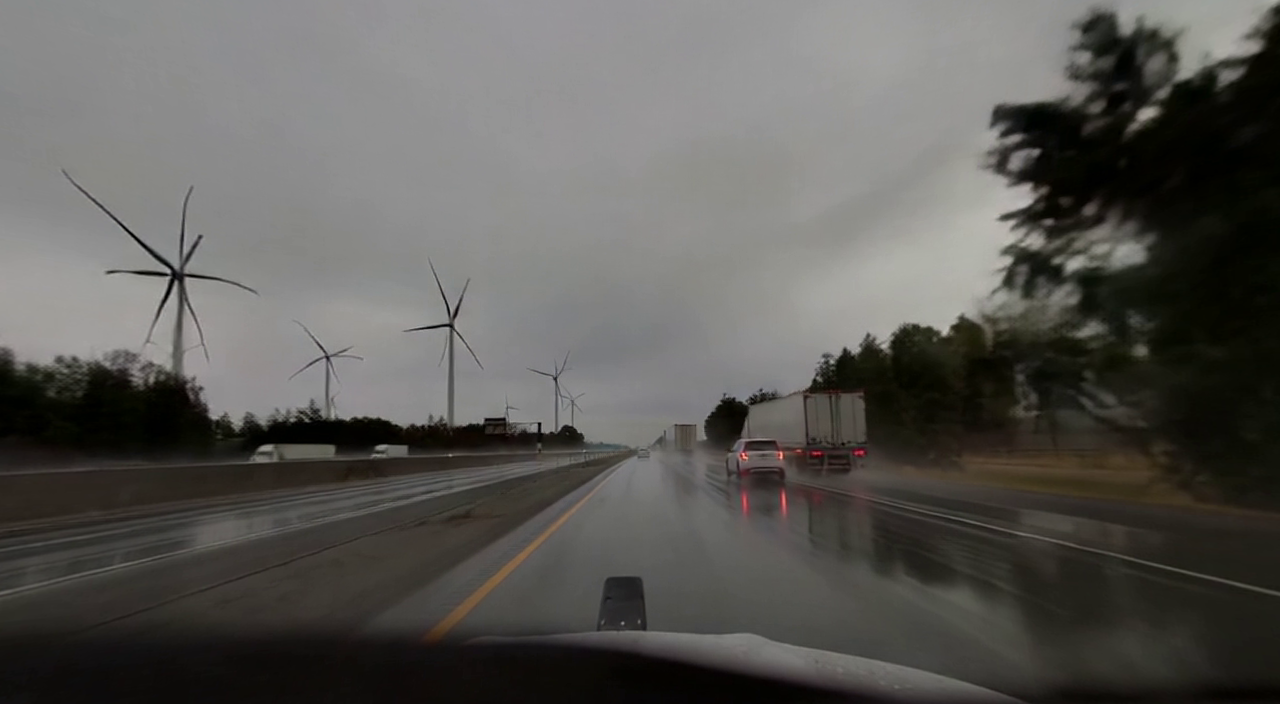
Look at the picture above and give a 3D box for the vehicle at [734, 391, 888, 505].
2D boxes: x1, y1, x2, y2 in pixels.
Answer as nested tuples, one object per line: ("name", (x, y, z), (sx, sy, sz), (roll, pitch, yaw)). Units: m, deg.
("vehicle", (4.400, 2.667, 17.490), (2.609, 2.648, 5.397), (0, -9, -1))
